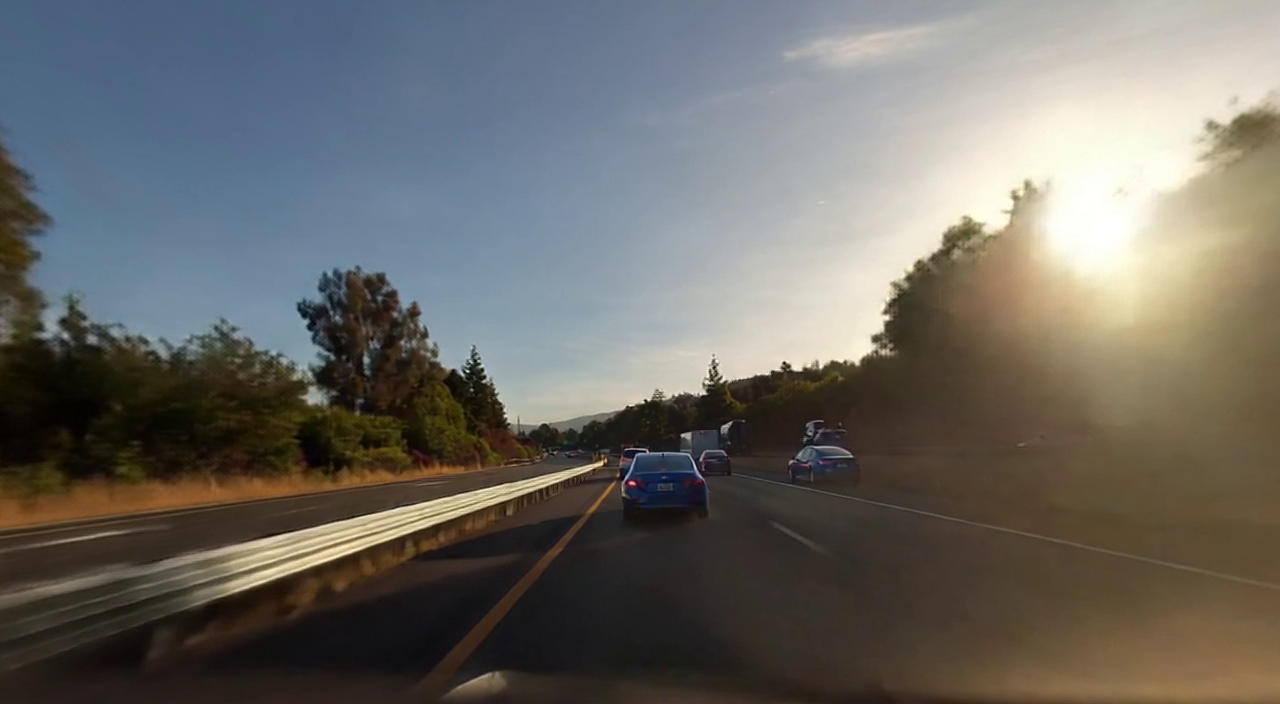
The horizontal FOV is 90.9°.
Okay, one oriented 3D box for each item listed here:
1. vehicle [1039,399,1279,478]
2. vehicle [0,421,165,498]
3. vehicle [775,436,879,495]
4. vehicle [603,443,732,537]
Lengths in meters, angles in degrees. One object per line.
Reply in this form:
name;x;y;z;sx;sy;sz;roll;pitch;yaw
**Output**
vehicle;31.592;5.530;39.248;2.822;3.996;14.073;1;-9;-7
vehicle;-33.472;6.448;38.398;2.902;3.981;7.819;-3;-8;0
vehicle;6.379;3.936;22.167;2.177;1.827;4.565;0;-9;-1
vehicle;0.423;2.535;12.126;2.076;1.485;3.774;0;-9;-1
